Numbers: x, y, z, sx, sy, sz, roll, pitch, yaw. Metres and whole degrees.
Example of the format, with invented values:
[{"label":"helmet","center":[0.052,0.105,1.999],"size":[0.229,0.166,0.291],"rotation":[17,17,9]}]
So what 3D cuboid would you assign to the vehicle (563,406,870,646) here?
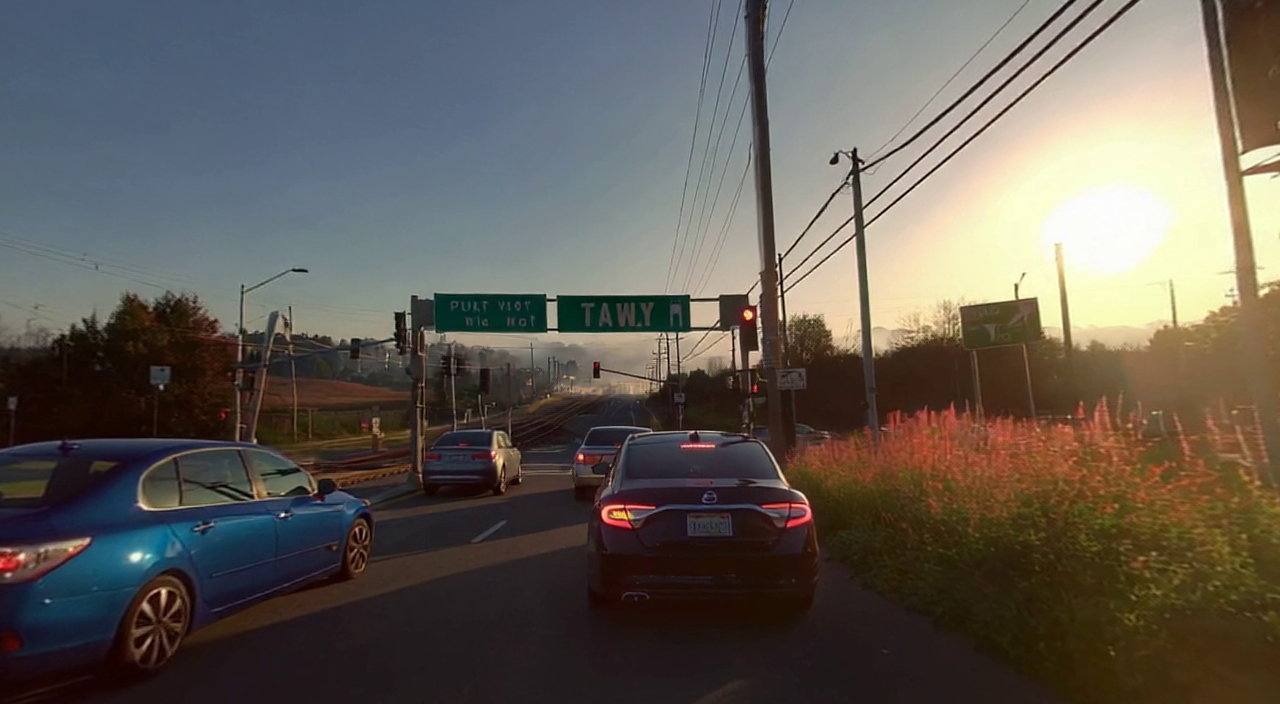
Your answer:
[{"label":"vehicle","center":[0.407,1.419,6.141],"size":[1.998,1.529,3.960],"rotation":[0,-9,-3]}]

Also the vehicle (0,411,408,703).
[{"label":"vehicle","center":[-3.706,1.345,5.140],"size":[1.956,1.468,4.585],"rotation":[0,-9,-1]}]

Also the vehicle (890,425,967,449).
[{"label":"vehicle","center":[21.296,6.315,46.788],"size":[4.544,1.762,2.272],"rotation":[0,-9,1]}]

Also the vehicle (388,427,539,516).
[{"label":"vehicle","center":[-3.335,2.345,12.850],"size":[1.984,1.505,4.047],"rotation":[0,-9,-1]}]
